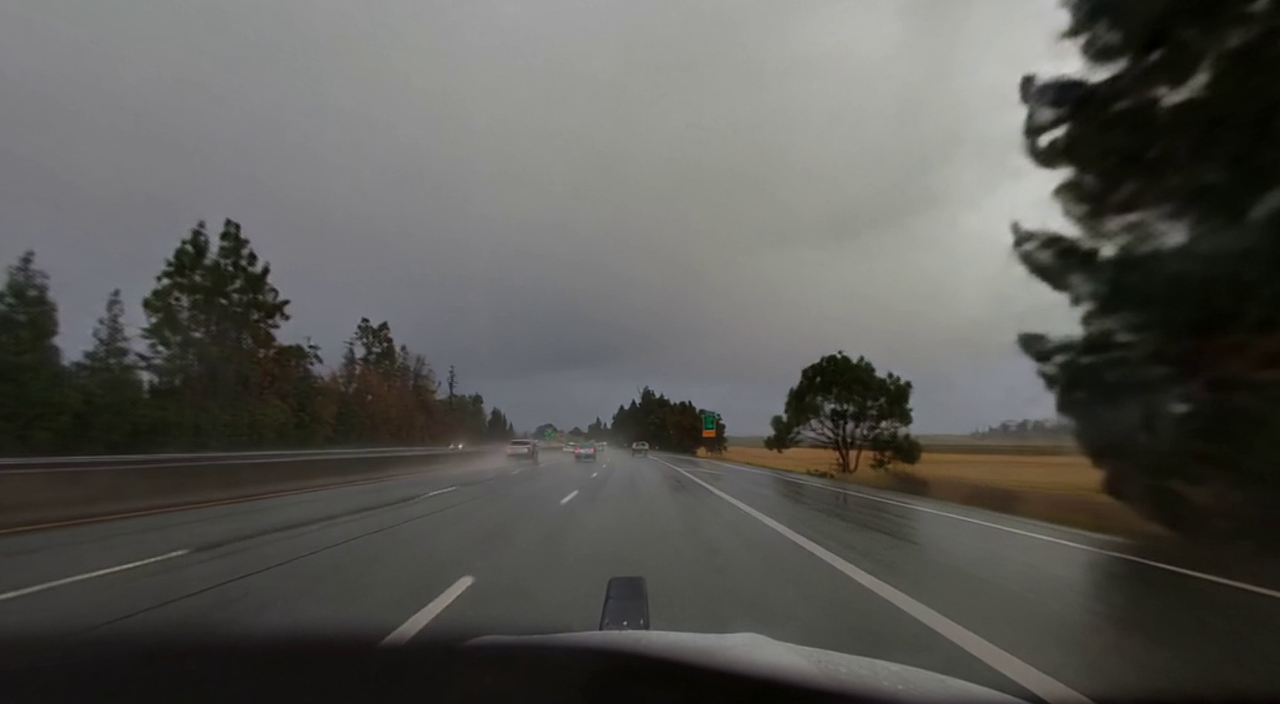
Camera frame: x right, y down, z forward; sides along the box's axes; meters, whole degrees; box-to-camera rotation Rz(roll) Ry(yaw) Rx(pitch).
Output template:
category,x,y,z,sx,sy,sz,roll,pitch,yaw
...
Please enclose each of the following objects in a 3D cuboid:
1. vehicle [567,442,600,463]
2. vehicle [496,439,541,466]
category,x,y,z,sx,sy,sz,roll,pitch,yaw
vehicle,-4.106,7.400,46.323,2.075,1.516,4.212,0,-8,-1
vehicle,-7.911,6.564,41.249,2.080,1.632,4.332,0,-8,-1
